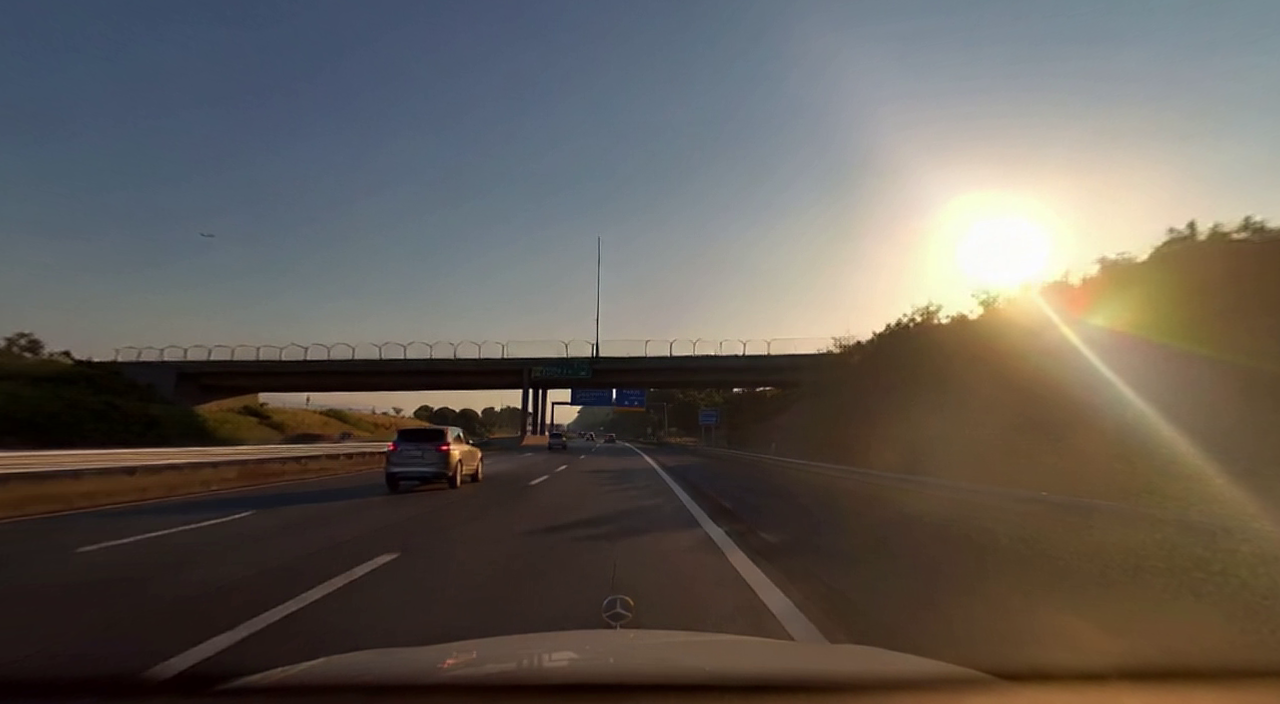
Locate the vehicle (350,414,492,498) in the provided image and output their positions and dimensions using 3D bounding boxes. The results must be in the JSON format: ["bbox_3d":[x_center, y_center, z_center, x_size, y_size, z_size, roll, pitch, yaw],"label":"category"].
[{"bbox_3d":[-5.072,2.450,15.251,2.007,1.727,4.040,0,-8,-1],"label":"vehicle"}]
